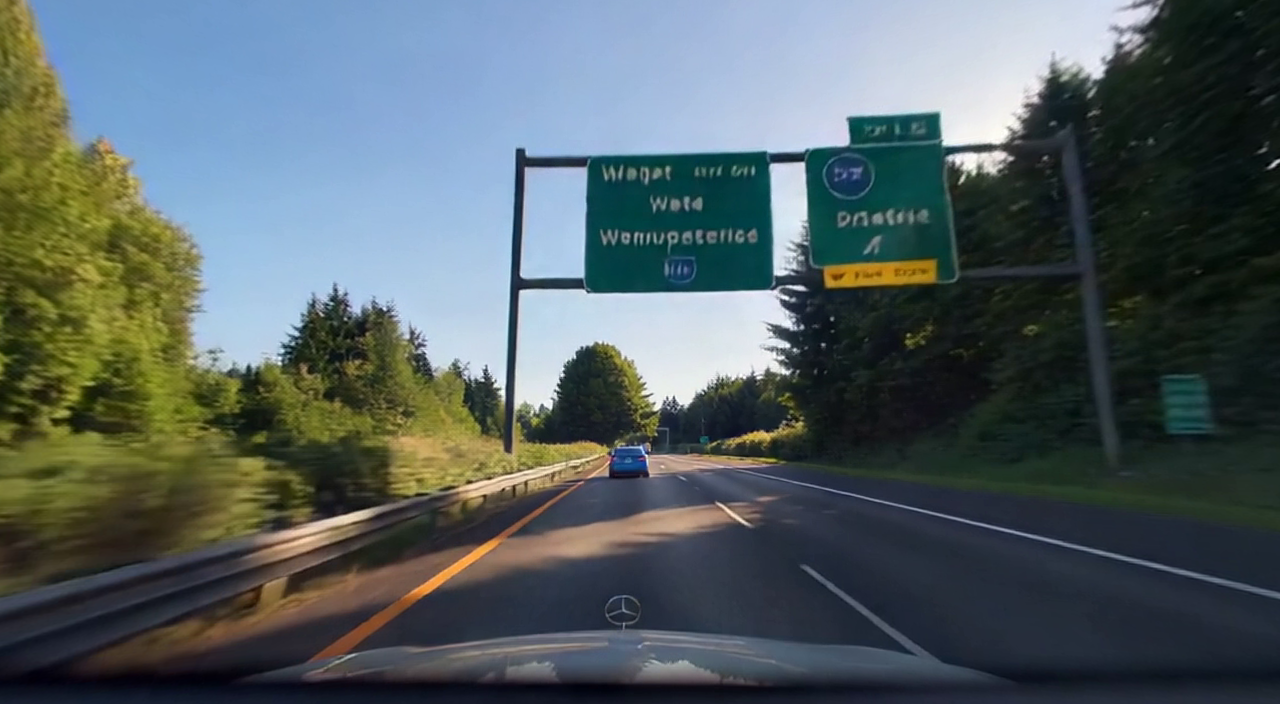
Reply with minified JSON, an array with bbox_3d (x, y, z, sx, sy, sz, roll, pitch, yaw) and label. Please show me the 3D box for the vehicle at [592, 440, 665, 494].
[{"bbox_3d":[-0.343,3.573,19.970,2.069,1.523,4.012,0,-9,0],"label":"vehicle"}]
